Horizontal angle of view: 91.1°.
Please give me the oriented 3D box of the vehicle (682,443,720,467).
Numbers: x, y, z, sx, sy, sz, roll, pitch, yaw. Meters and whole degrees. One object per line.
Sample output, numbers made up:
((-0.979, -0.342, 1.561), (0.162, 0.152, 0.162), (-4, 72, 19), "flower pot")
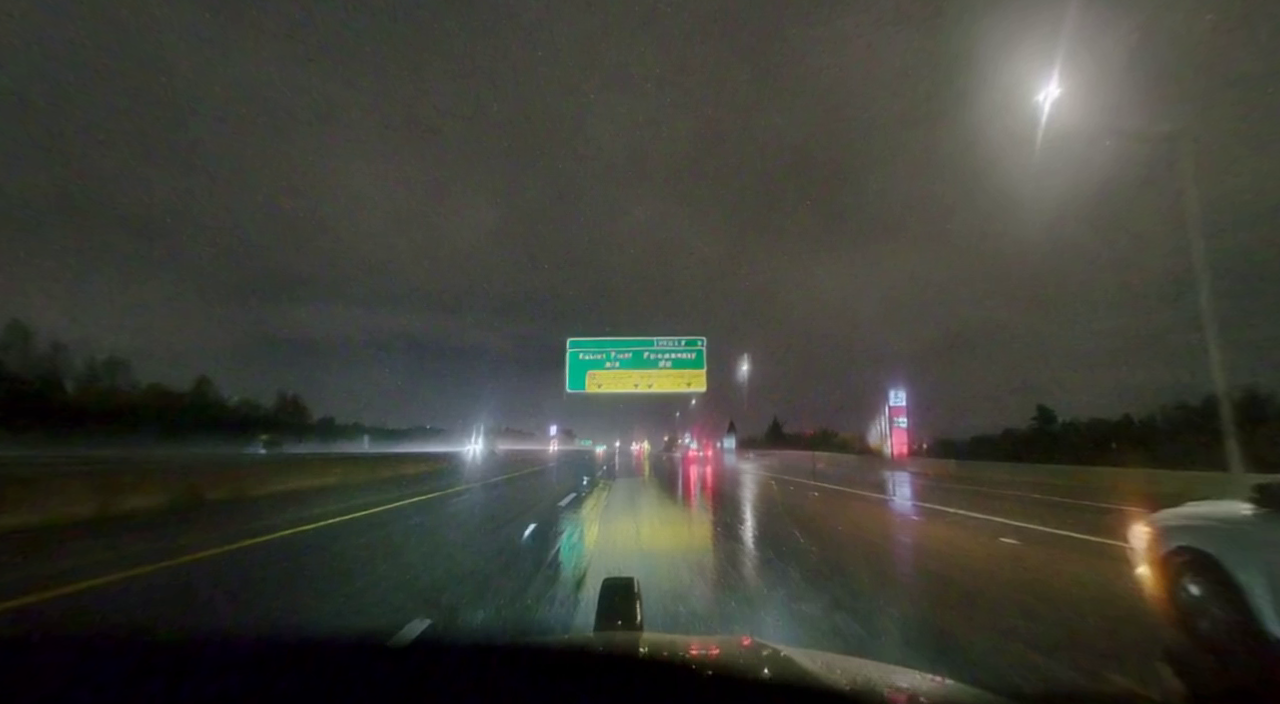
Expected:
((4.008, 6.834, 41.796), (1.984, 1.540, 3.973), (0, -9, -2), "vehicle")

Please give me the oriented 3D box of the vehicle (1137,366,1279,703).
((3.834, 0.641, 1.276), (2.058, 1.613, 4.275), (0, -9, -1), "vehicle")
